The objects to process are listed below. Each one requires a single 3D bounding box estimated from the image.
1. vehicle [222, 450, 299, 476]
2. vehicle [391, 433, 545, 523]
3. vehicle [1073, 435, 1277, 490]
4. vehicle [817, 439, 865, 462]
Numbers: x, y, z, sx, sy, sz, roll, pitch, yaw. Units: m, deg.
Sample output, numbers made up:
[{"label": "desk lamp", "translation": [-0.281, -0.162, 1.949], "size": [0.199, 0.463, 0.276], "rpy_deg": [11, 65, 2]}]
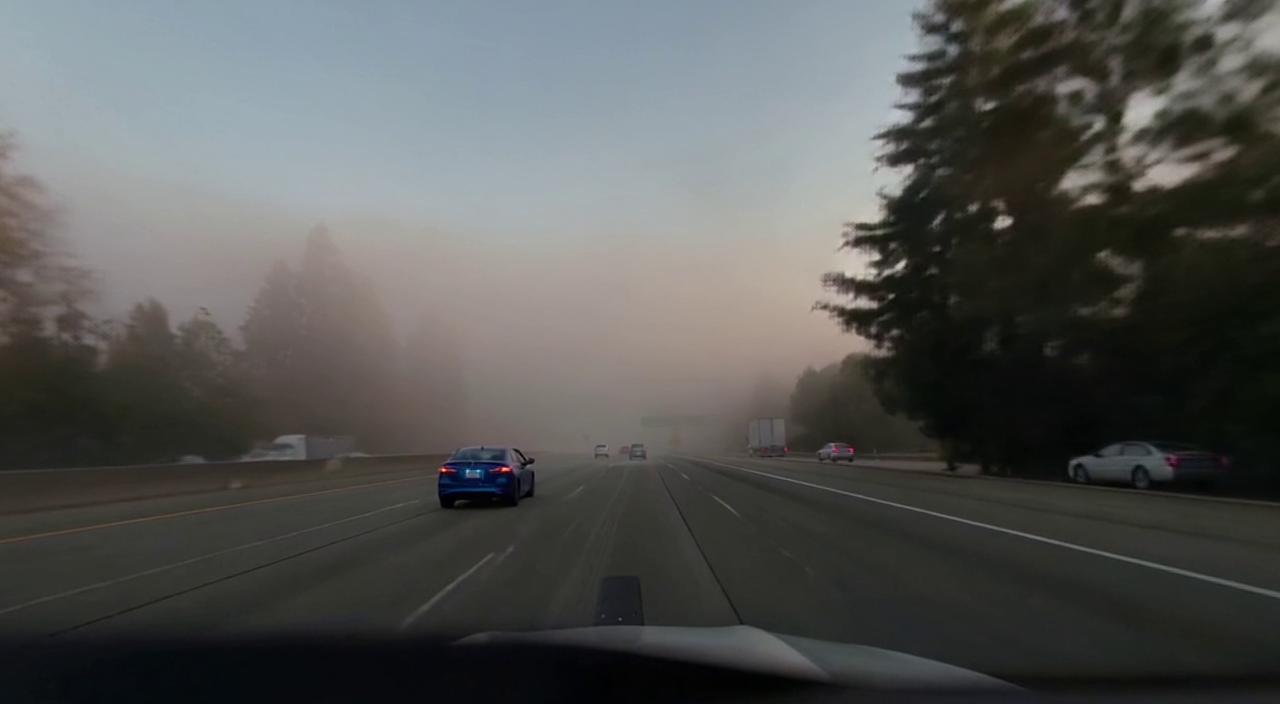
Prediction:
[{"label": "vehicle", "translation": [-24.516, 7.164, 41.053], "size": [1.925, 1.612, 4.852], "rpy_deg": [0, -9, 0]}, {"label": "vehicle", "translation": [-3.306, 2.525, 13.142], "size": [2.020, 1.554, 4.137], "rpy_deg": [0, -9, 0]}, {"label": "vehicle", "translation": [15.965, 3.325, 19.331], "size": [1.873, 1.463, 4.937], "rpy_deg": [0, -9, -1]}, {"label": "vehicle", "translation": [15.842, 7.790, 49.952], "size": [2.081, 1.707, 4.756], "rpy_deg": [0, -9, -2]}]
